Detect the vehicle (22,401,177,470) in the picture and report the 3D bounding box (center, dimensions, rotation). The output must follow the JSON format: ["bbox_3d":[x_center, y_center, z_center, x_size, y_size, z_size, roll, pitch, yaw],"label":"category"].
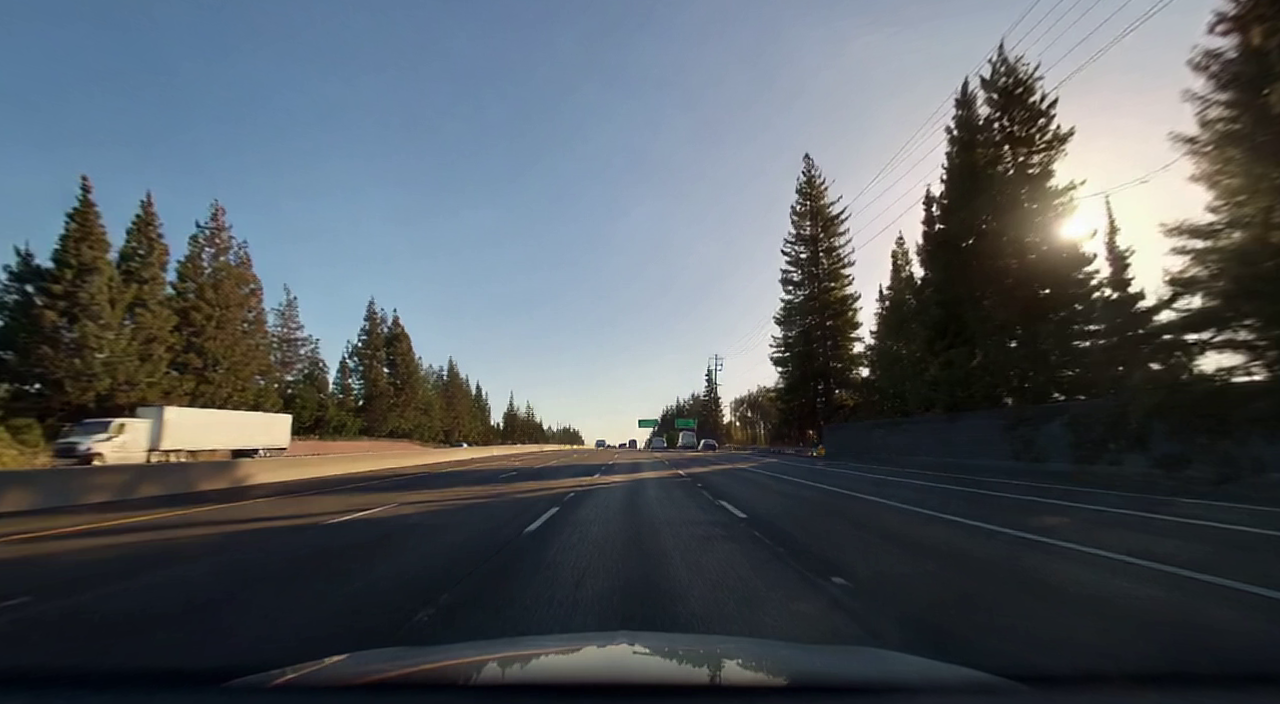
[{"bbox_3d":[-32.404,5.134,38.411,3.007,3.808,7.031,0,-9,0],"label":"vehicle"}]

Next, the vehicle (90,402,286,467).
[{"bbox_3d":[-32.538,6.308,47.313,2.879,4.002,16.237,0,-9,0],"label":"vehicle"}]
